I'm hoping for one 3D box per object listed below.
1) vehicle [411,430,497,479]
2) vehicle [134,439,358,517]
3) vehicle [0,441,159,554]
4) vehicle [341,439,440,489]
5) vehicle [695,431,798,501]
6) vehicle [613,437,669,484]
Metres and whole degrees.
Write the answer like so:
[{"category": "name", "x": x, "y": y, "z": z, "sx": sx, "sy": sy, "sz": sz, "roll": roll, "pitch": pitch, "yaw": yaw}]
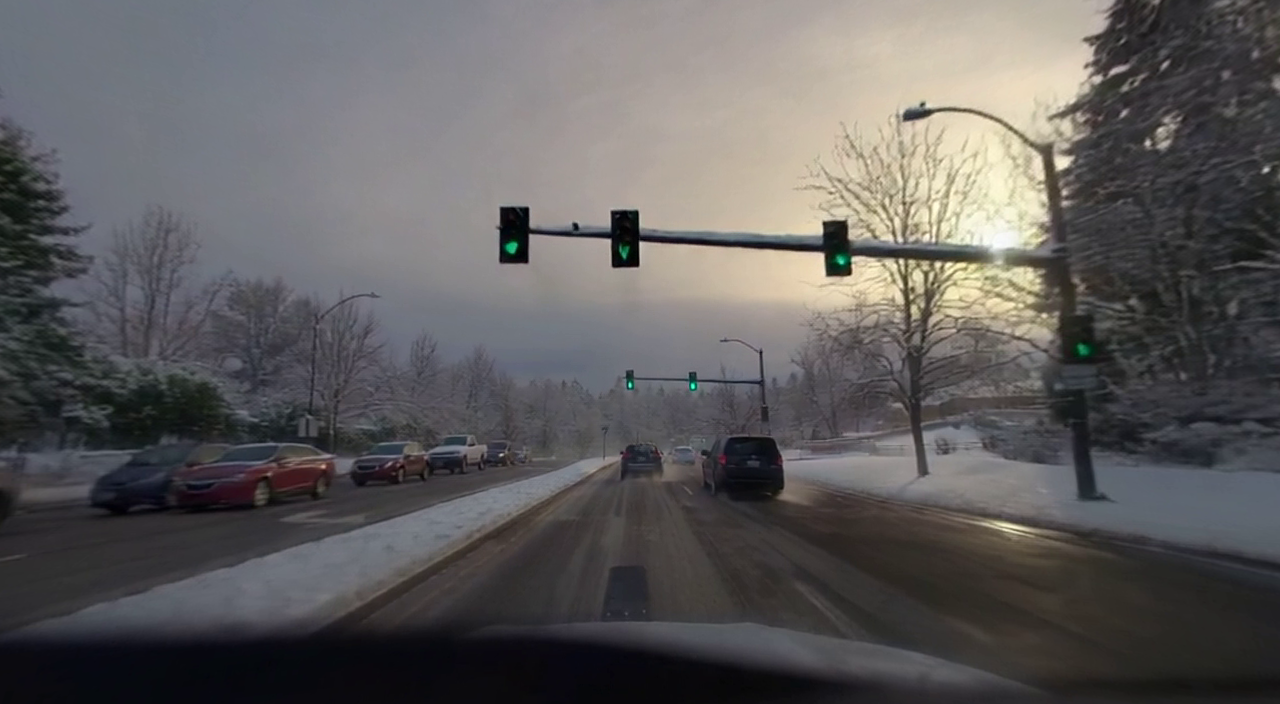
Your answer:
[{"category": "vehicle", "x": -8.983, "y": 5.043, "z": 31.285, "sx": 2.037, "sy": 2.113, "sz": 7.185, "roll": 0, "pitch": -9, "yaw": 0}, {"category": "vehicle", "x": -8.966, "y": 2.894, "z": 15.081, "sx": 2.140, "sy": 1.510, "sz": 5.005, "roll": 0, "pitch": -9, "yaw": 0}, {"category": "vehicle", "x": -9.002, "y": 1.933, "z": 8.518, "sx": 1.786, "sy": 1.422, "sz": 4.021, "roll": 0, "pitch": -9, "yaw": 1}, {"category": "vehicle", "x": -9.224, "y": 4.145, "z": 23.703, "sx": 1.988, "sy": 1.663, "sz": 4.316, "roll": 0, "pitch": -9, "yaw": -1}, {"category": "vehicle", "x": 2.977, "y": 3.298, "z": 18.666, "sx": 2.166, "sy": 1.799, "sz": 4.372, "roll": 0, "pitch": -9, "yaw": -1}, {"category": "vehicle", "x": 0.006, "y": 4.599, "z": 27.029, "sx": 2.185, "sy": 1.822, "sz": 4.391, "roll": 0, "pitch": -9, "yaw": -1}]
